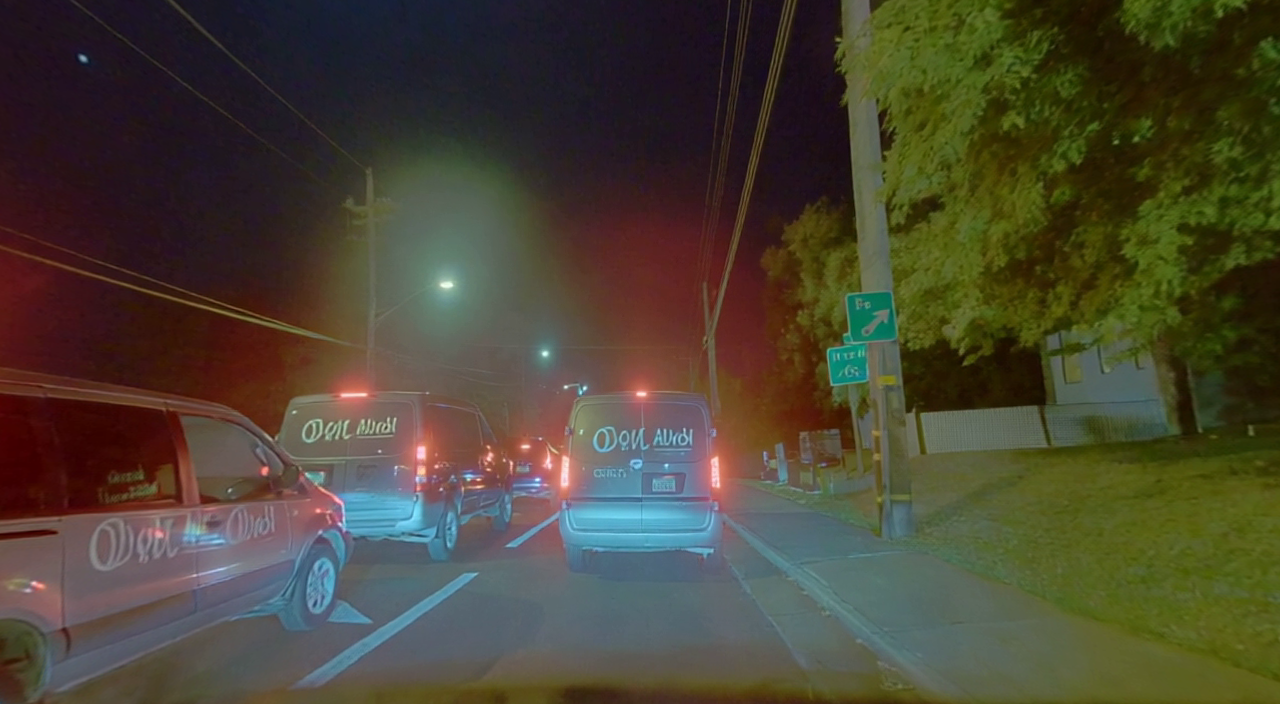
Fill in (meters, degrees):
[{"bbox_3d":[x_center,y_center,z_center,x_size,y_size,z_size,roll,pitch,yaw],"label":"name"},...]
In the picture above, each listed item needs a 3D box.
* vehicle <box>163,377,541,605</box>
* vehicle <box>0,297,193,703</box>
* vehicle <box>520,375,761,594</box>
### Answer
[{"bbox_3d":[-2.754,1.483,7.616,2.109,1.851,4.749,-1,-8,3],"label":"vehicle"},{"bbox_3d":[-3.133,0.479,0.238,2.160,1.796,4.997,0,-8,1],"label":"vehicle"},{"bbox_3d":[0.109,1.463,7.690,2.117,1.911,4.095,-1,-8,3],"label":"vehicle"}]
